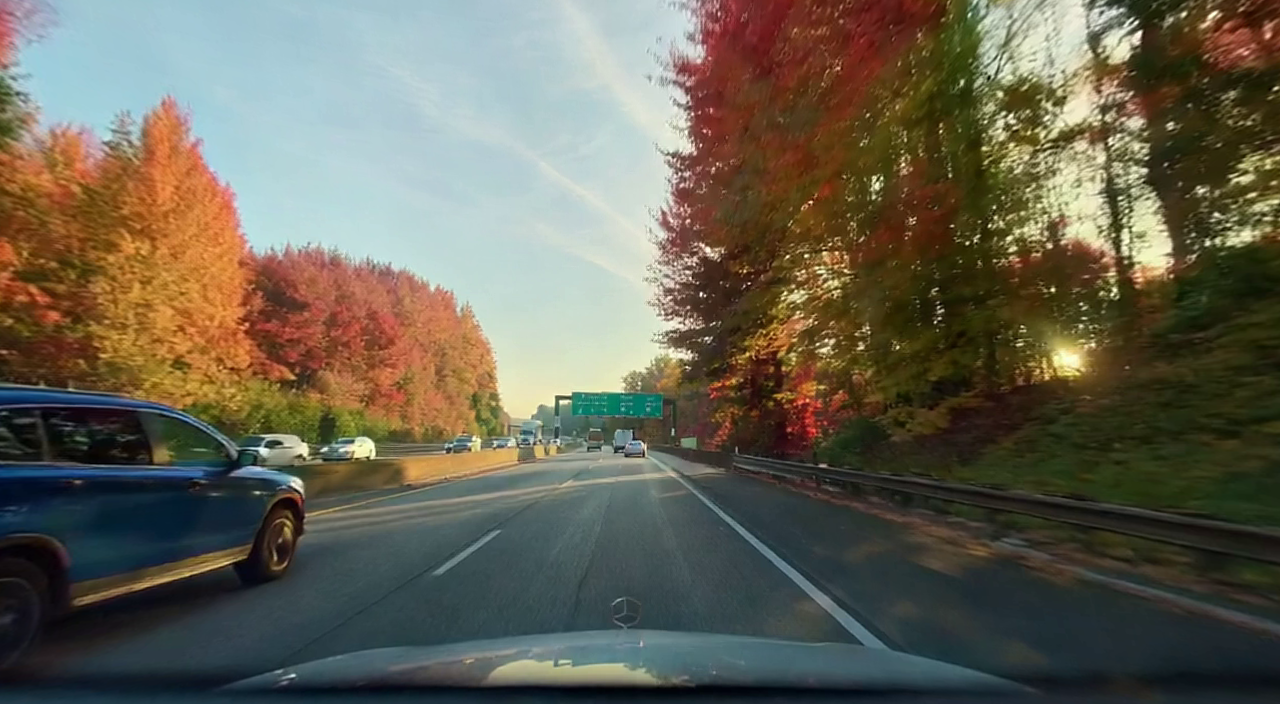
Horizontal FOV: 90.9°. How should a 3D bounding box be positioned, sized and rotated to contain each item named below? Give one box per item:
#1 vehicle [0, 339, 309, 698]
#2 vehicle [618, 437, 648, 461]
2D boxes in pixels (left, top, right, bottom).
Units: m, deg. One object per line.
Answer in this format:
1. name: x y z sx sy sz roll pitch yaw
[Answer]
1. vehicle: -4.055 0.892 3.647 1.924 1.720 4.195 0 -8 1
2. vehicle: -0.488 6.429 41.746 1.939 1.497 3.863 0 -8 -1
